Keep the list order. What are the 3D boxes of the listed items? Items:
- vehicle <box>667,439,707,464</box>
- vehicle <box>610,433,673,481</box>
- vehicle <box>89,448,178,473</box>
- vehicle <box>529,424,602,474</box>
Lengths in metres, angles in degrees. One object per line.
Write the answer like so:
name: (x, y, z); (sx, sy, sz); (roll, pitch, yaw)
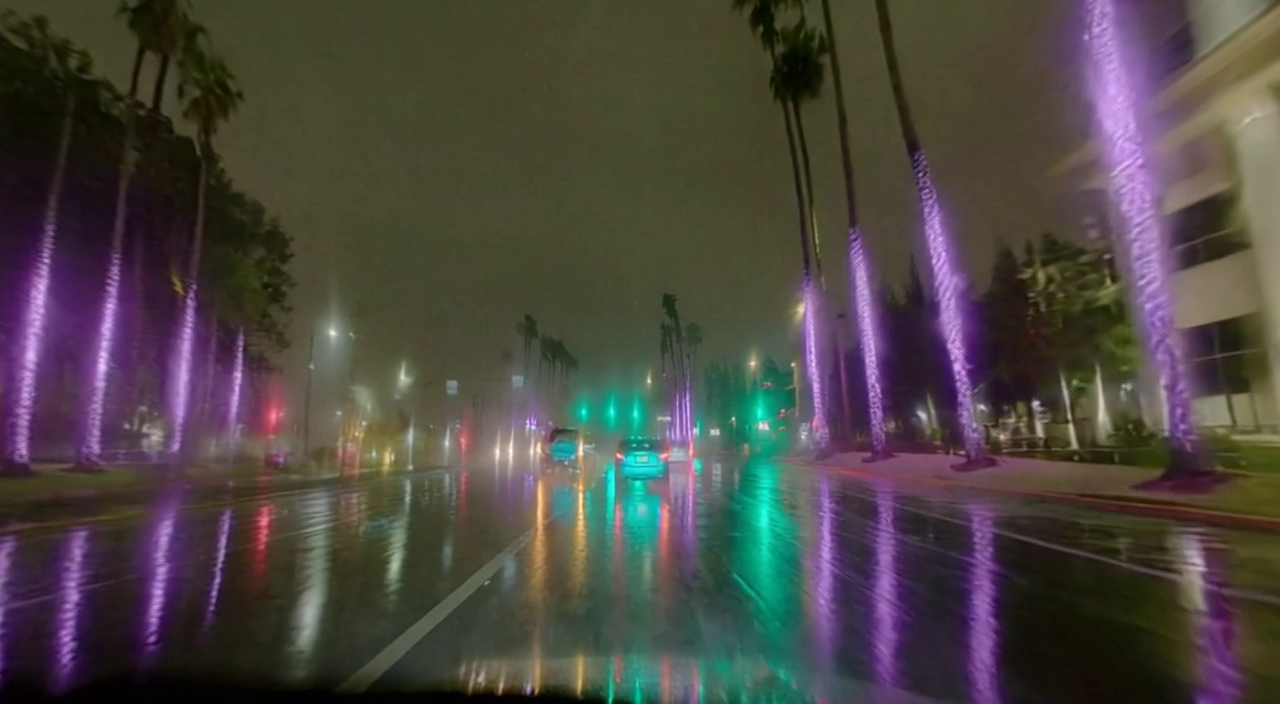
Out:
vehicle: (2.895, 6.312, 40.182); (2.085, 1.482, 4.491); (0, -9, -2)
vehicle: (0.012, 3.939, 23.875); (2.160, 1.615, 4.117); (0, -9, -1)
vehicle: (-34.510, 7.392, 43.210); (4.278, 1.652, 2.100); (-1, -9, 3)
vehicle: (-3.316, 4.521, 29.514); (2.672, 2.064, 5.681); (0, -9, 0)
